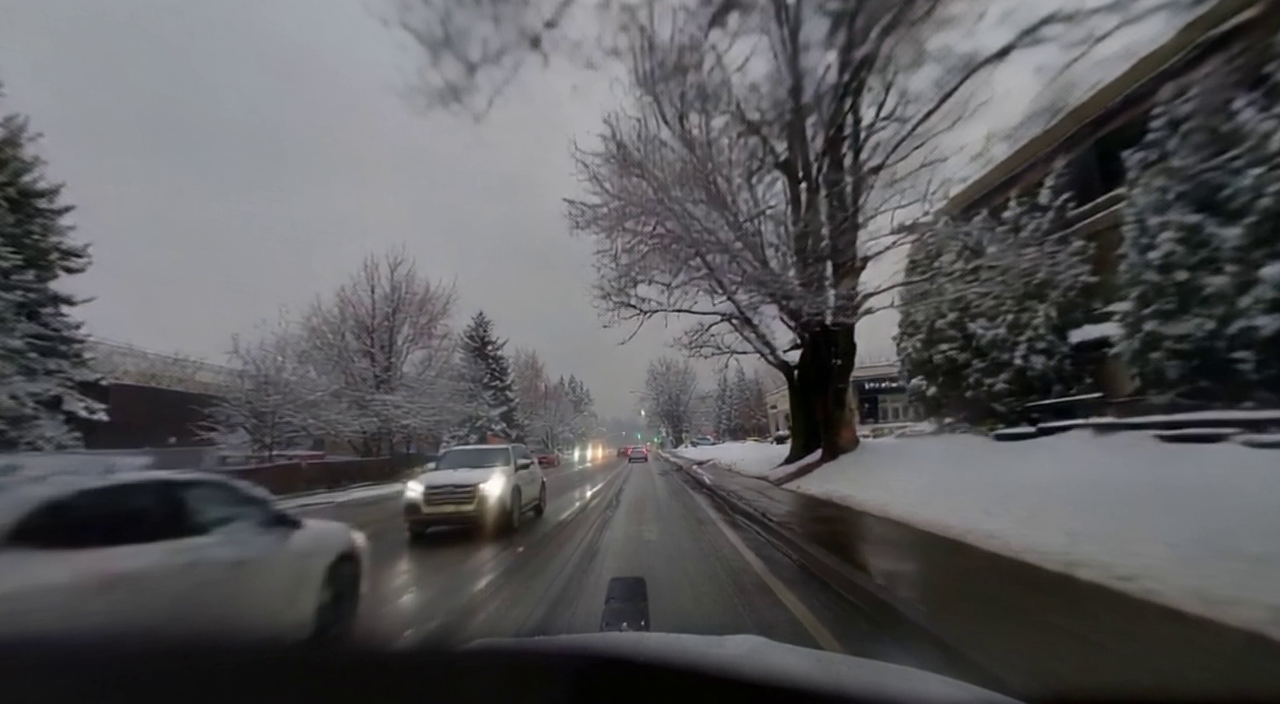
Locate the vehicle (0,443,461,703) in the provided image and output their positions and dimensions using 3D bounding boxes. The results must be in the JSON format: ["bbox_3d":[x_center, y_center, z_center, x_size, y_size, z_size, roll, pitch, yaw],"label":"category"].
[{"bbox_3d":[-2.788,1.235,3.537,2.099,1.424,4.609,0,-8,1],"label":"vehicle"}]

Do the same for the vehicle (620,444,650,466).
[{"bbox_3d":[-0.394,7.350,45.262,2.020,1.478,3.922,1,-8,-2],"label":"vehicle"}]
